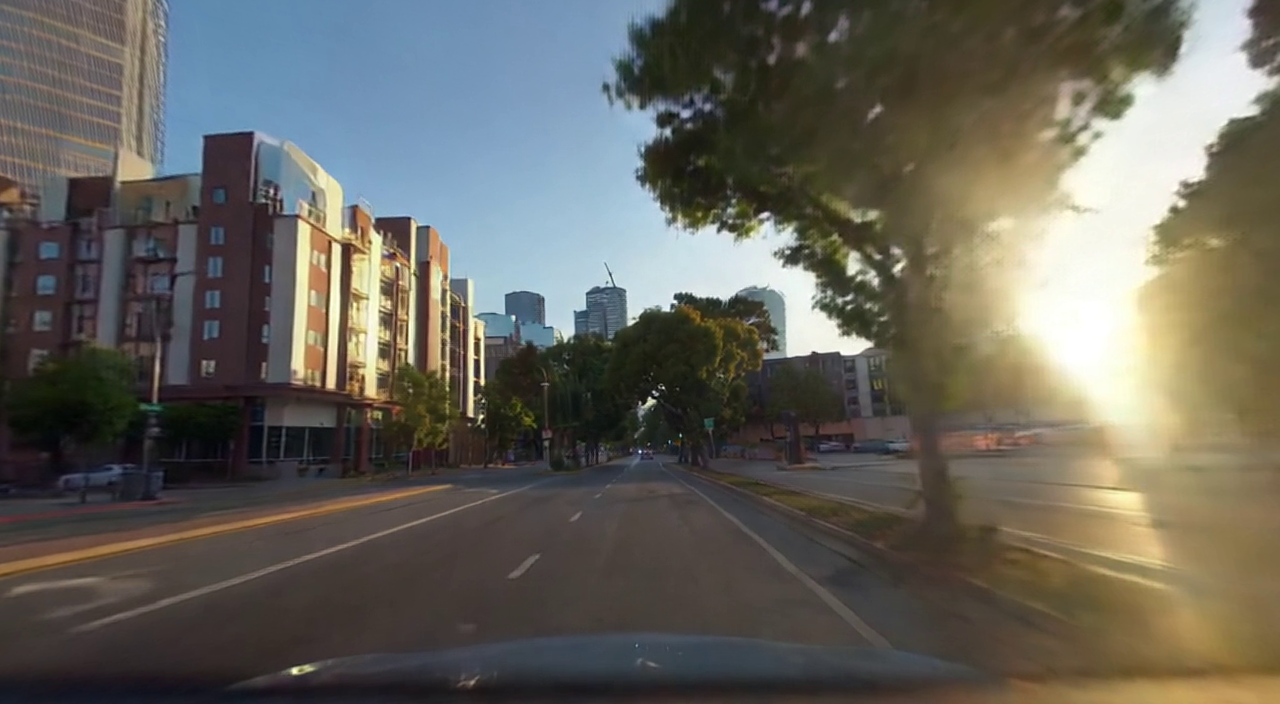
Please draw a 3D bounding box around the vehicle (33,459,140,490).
[{"bbox_3d":[-32.641,7.231,37.273,4.308,1.598,1.891,0,-8,-8],"label":"vehicle"}]
